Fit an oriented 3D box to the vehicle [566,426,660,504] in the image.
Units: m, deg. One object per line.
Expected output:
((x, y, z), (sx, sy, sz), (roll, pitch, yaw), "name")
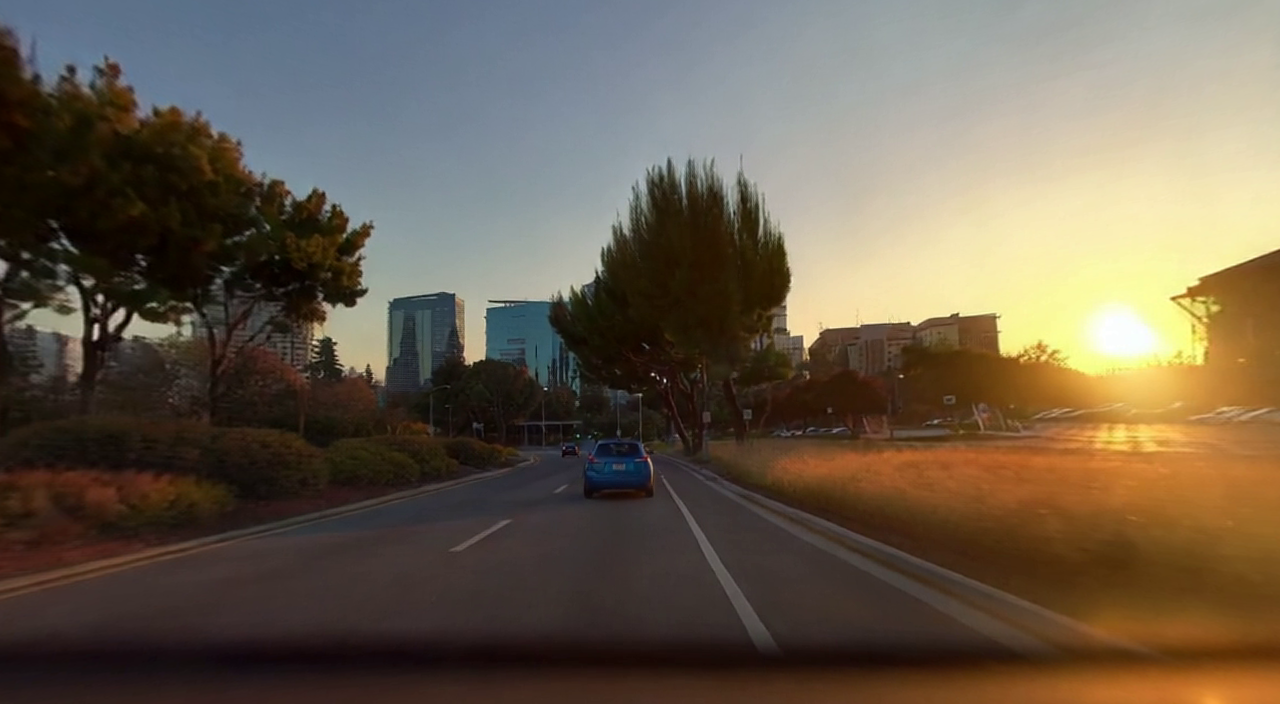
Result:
((-0.626, 2.874, 16.471), (2.131, 1.761, 4.242), (0, -8, -1), "vehicle")
